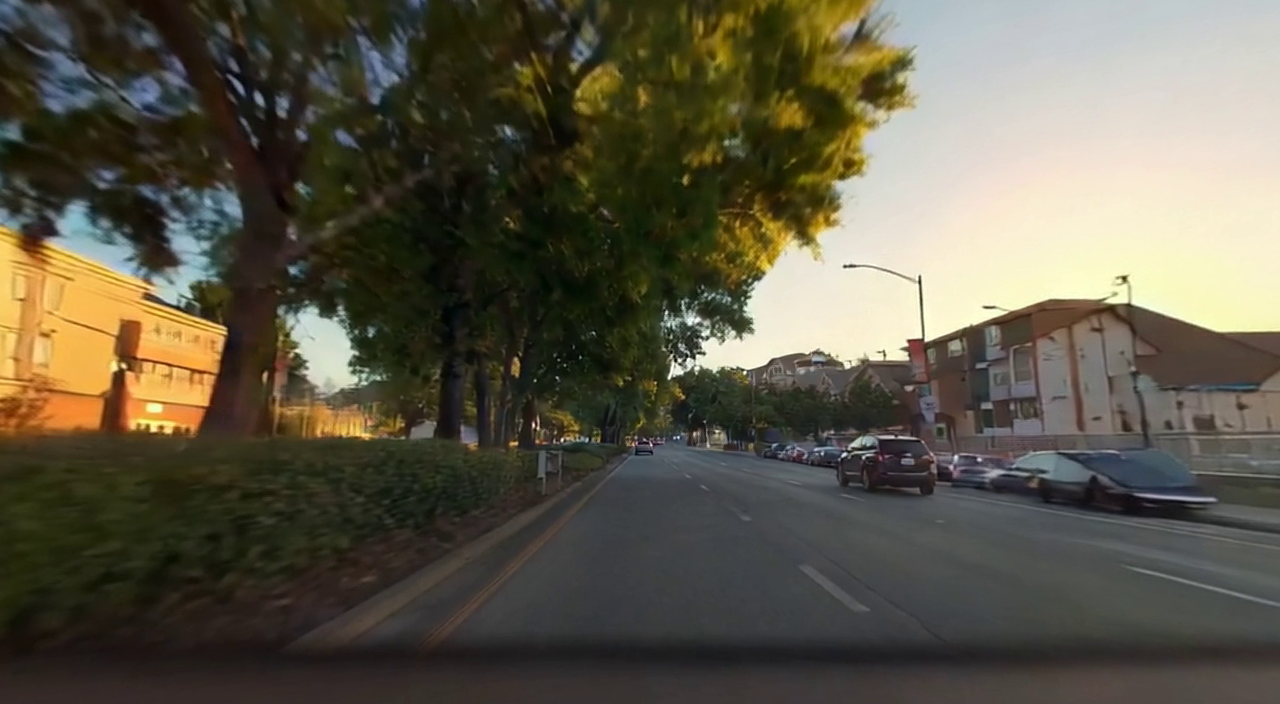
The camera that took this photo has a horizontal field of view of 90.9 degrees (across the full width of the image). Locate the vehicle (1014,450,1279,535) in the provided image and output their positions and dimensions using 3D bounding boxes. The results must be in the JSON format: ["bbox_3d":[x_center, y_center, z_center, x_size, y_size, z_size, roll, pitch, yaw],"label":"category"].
[{"bbox_3d":[10.388,2.843,13.486,1.793,1.428,4.702,0,-8,-2],"label":"vehicle"}]

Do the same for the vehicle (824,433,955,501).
[{"bbox_3d":[6.744,3.121,17.552,2.072,1.669,3.836,0,-8,1],"label":"vehicle"}]
